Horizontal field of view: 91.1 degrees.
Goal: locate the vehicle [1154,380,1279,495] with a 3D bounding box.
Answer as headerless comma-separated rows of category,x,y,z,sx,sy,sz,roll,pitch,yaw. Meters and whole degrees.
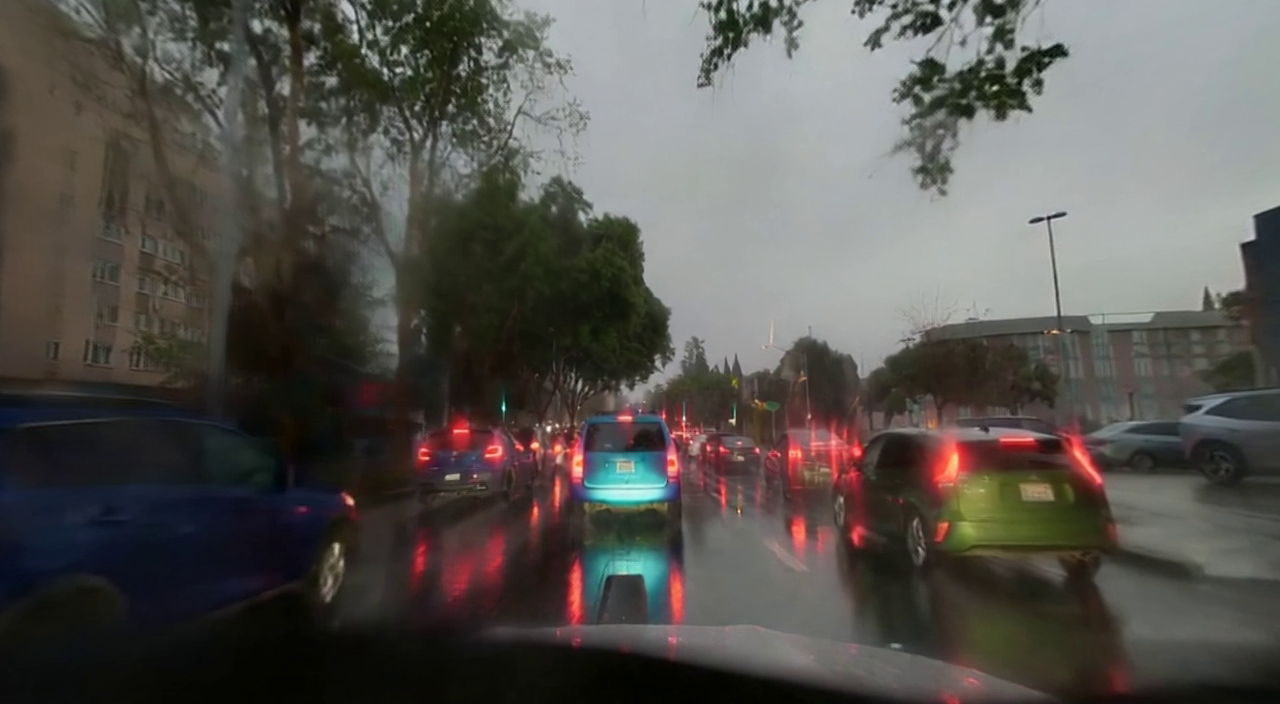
vehicle,12.498,1.506,11.085,4.991,1.978,2.090,-8,-11,43

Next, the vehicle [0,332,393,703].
vehicle,-3.440,0.991,3.796,2.047,1.710,4.314,0,-8,1

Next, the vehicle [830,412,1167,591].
vehicle,3.738,1.595,7.523,1.847,1.554,3.885,0,-8,3

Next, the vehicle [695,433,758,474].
vehicle,3.349,4.017,25.066,1.948,1.475,4.093,0,-8,0

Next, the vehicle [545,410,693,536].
vehicle,-0.241,1.945,10.677,2.022,1.700,4.084,0,-8,1

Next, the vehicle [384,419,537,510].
vehicle,-3.728,2.420,13.969,2.012,1.701,4.316,0,-8,1
